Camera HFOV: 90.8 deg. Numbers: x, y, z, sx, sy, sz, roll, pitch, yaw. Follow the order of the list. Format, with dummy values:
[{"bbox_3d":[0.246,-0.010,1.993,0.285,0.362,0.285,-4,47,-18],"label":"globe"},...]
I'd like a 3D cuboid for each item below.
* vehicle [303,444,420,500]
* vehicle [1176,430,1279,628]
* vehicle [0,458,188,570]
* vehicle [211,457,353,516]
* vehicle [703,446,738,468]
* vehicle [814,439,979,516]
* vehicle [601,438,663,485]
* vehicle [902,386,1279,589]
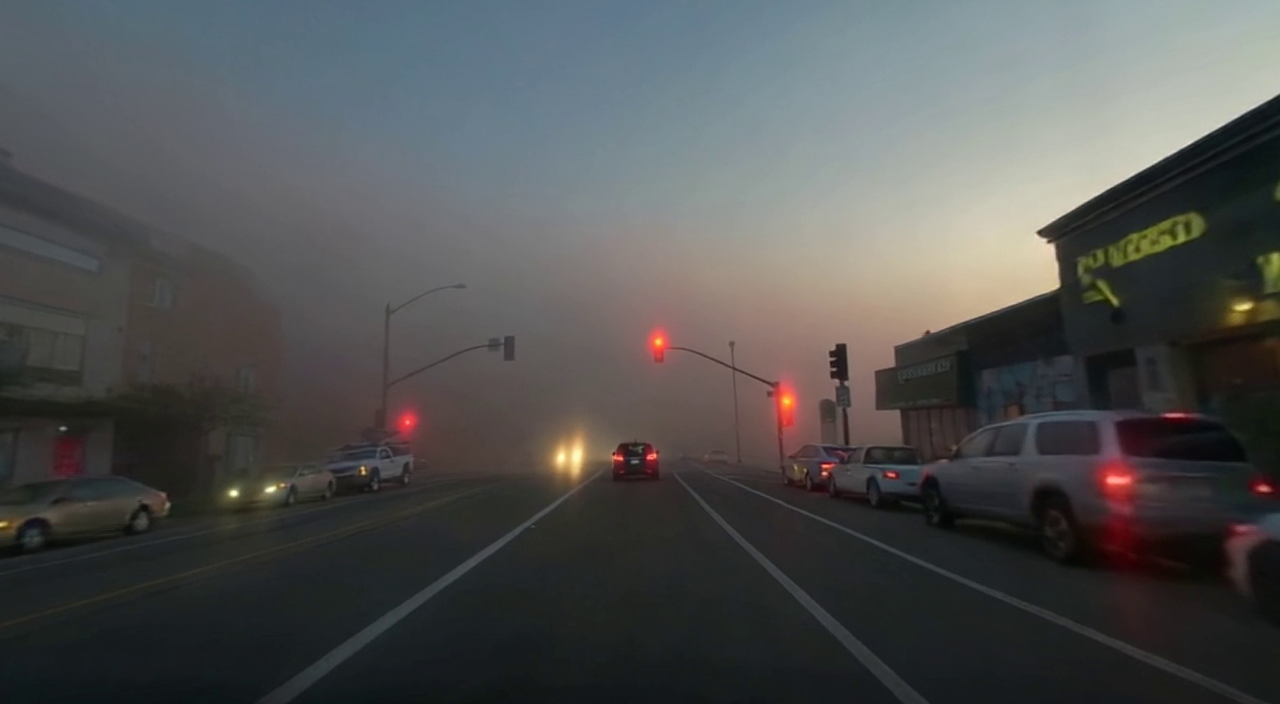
[{"bbox_3d":[-11.314,4.860,26.303,2.240,2.052,5.872,0,-8,0],"label":"vehicle"},{"bbox_3d":[5.856,1.161,3.538,1.854,1.498,4.295,0,-8,-1],"label":"vehicle"},{"bbox_3d":[-11.091,2.958,11.784,1.920,1.498,4.591,-5,-6,2],"label":"vehicle"},{"bbox_3d":[-11.098,4.159,20.050,1.868,1.502,4.626,0,-8,-1],"label":"vehicle"},{"bbox_3d":[5.717,7.544,45.488,1.859,1.470,4.476,0,-8,-1],"label":"vehicle"},{"bbox_3d":[5.698,2.805,14.734,1.891,1.489,4.344,0,-8,-2],"label":"vehicle"},{"bbox_3d":[-0.275,4.020,23.608,2.086,1.575,4.205,0,-8,0],"label":"vehicle"},{"bbox_3d":[5.795,1.677,8.684,2.201,1.972,4.845,0,-8,-1],"label":"vehicle"}]
